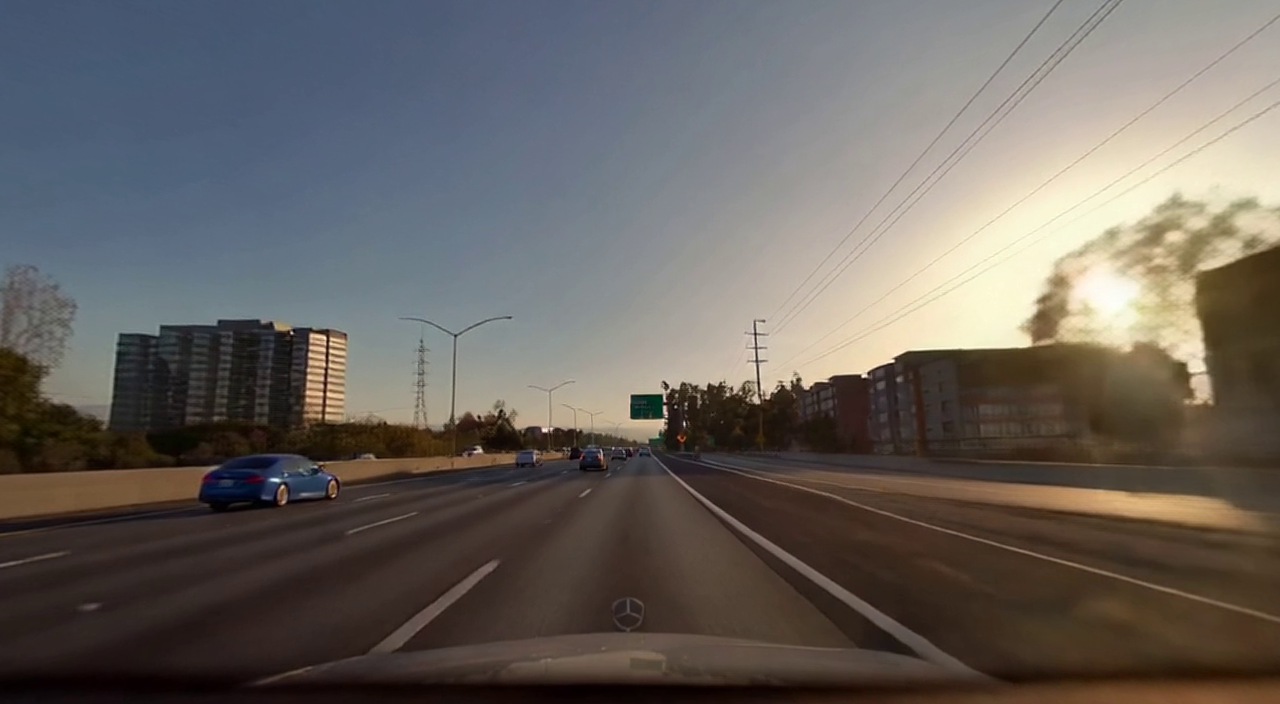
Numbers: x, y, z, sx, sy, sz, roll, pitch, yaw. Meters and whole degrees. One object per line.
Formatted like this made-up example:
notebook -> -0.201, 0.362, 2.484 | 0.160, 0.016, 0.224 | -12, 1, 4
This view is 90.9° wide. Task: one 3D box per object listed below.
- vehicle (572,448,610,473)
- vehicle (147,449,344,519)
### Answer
vehicle -> -3.158, 7.062, 41.258 | 2.050, 1.479, 4.342 | 0, -9, 1
vehicle -> -10.008, 3.338, 16.615 | 2.002, 1.526, 4.822 | -1, -9, 1
